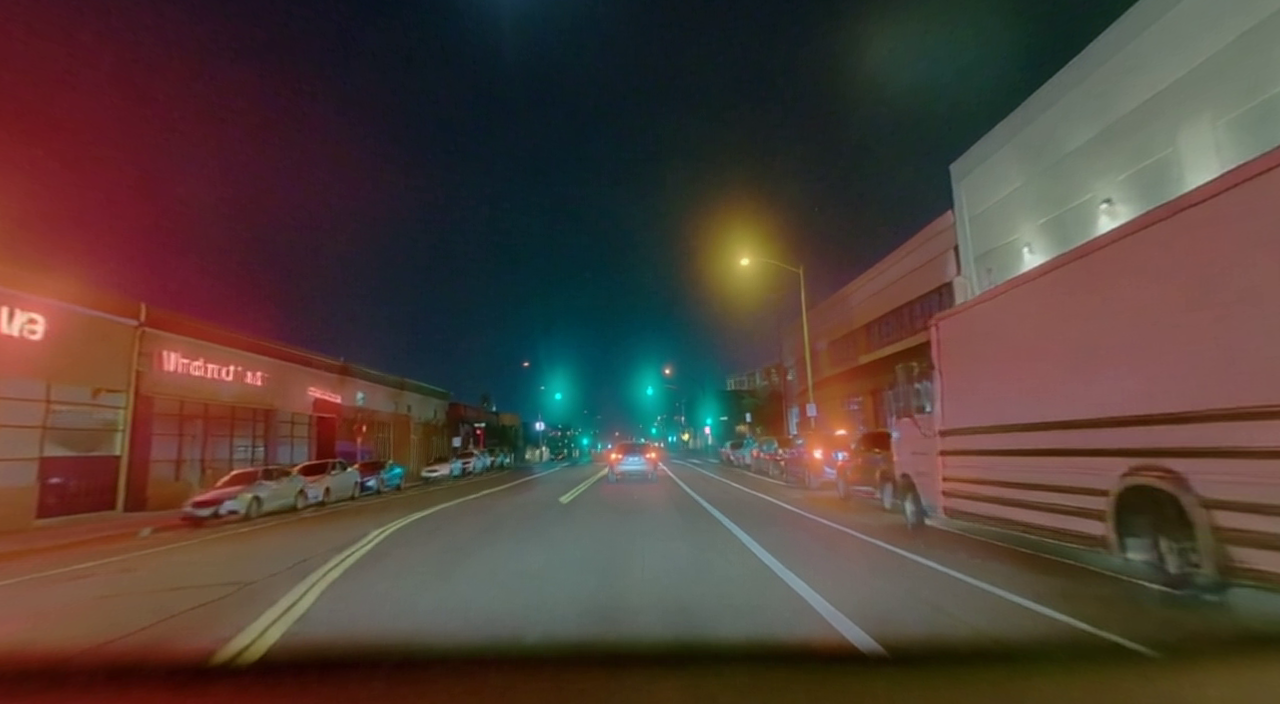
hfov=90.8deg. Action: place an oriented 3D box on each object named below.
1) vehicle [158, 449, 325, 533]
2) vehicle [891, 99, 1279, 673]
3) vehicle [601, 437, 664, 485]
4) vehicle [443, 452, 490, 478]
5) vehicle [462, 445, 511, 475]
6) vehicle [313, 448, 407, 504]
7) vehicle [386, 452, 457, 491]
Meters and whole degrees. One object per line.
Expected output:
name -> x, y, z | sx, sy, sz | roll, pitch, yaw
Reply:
vehicle -> -11.299, 3.890, 18.329 | 2.055, 1.685, 4.370 | -5, -5, -1
vehicle -> 5.429, 0.514, 6.054 | 2.893, 3.553, 7.295 | 0, -8, -1
vehicle -> -0.273, 3.943, 23.177 | 2.086, 1.575, 4.205 | 0, -8, -1
vehicle -> -11.225, 7.342, 41.188 | 1.868, 1.502, 4.626 | 0, -8, -2
vehicle -> -11.434, 8.024, 47.416 | 2.240, 2.052, 5.872 | 0, -8, 0
vehicle -> -11.469, 5.053, 26.259 | 1.872, 1.731, 4.656 | -4, -6, -2
vehicle -> -11.233, 6.138, 32.866 | 1.920, 1.498, 4.591 | -5, -6, 1
